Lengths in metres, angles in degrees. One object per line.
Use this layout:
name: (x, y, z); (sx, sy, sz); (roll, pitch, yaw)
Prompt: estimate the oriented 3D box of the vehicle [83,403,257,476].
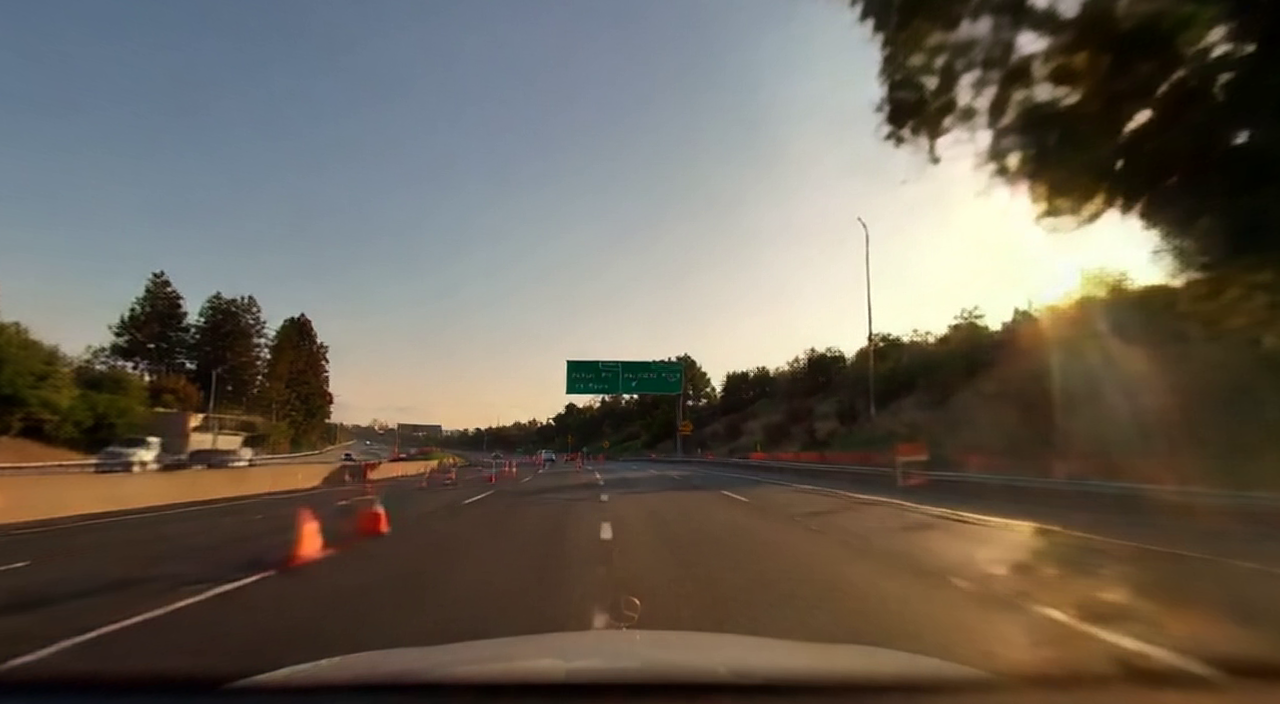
vehicle: (-24.388, 4.732, 33.532); (3.030, 3.342, 8.736); (0, -9, -4)
